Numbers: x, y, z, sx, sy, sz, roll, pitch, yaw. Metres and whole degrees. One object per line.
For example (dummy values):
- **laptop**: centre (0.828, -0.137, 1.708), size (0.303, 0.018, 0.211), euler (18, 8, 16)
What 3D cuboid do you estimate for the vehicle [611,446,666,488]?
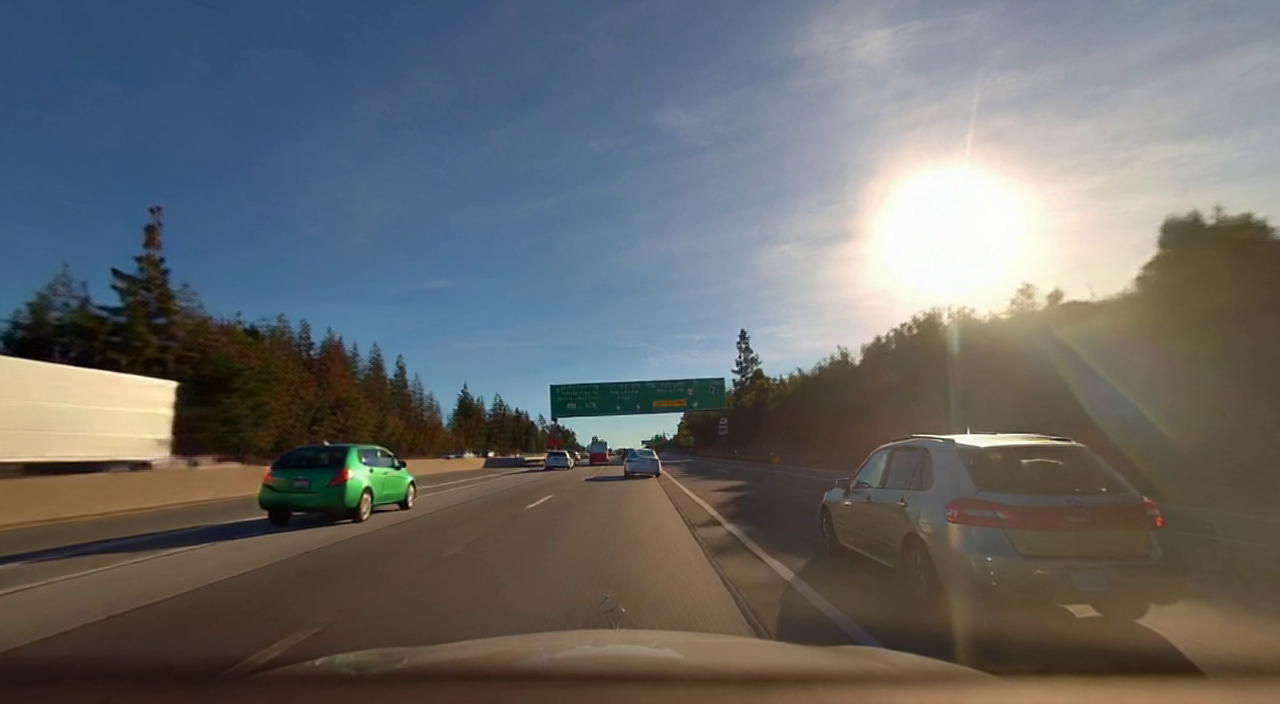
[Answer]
- **vehicle**: centre (-0.067, 4.352, 24.047), size (1.940, 1.451, 3.512), euler (0, -9, -1)

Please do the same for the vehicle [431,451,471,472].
- **vehicle**: centre (-13.280, 7.725, 44.346), size (1.688, 1.389, 3.649), euler (0, -9, 0)

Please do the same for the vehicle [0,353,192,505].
- **vehicle**: centre (-17.881, 1.899, 15.630), size (2.886, 3.856, 14.490), euler (0, -9, 0)

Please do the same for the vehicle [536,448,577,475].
- **vehicle**: centre (-4.917, 6.494, 37.464), size (1.892, 1.481, 4.180), euler (0, -9, 0)

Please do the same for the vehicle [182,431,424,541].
- **vehicle**: centre (-5.778, 2.338, 11.545), size (2.058, 1.626, 4.118), euler (-1, -9, 2)
